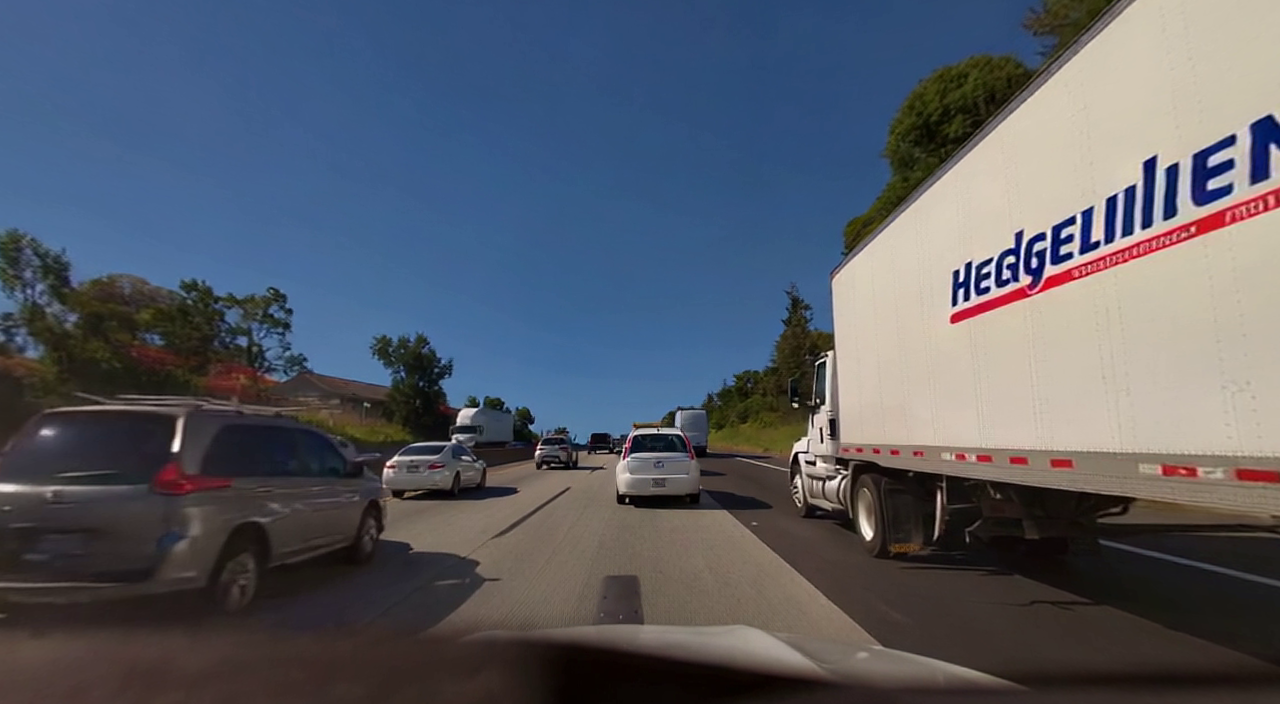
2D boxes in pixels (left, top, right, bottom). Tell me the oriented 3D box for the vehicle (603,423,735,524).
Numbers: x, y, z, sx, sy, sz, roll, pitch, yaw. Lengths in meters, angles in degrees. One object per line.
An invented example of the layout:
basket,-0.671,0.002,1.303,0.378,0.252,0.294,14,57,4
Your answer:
vehicle,0.400,2.075,11.299,1.973,1.505,3.568,0,-8,-1

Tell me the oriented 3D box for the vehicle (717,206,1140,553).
vehicle,4.086,1.205,14.325,2.817,3.989,14.321,0,-8,0

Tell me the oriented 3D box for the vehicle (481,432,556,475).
vehicle,-4.537,3.844,24.201,1.887,1.493,4.411,0,-8,1

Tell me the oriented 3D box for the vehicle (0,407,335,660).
vehicle,-4.588,1.343,5.693,1.821,1.514,3.677,0,-8,-1

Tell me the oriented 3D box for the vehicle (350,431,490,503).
vehicle,-5.036,2.650,15.076,1.880,1.458,3.978,0,-8,1

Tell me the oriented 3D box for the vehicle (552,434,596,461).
vehicle,-3.819,5.618,37.314,2.005,1.475,4.466,0,-8,2
